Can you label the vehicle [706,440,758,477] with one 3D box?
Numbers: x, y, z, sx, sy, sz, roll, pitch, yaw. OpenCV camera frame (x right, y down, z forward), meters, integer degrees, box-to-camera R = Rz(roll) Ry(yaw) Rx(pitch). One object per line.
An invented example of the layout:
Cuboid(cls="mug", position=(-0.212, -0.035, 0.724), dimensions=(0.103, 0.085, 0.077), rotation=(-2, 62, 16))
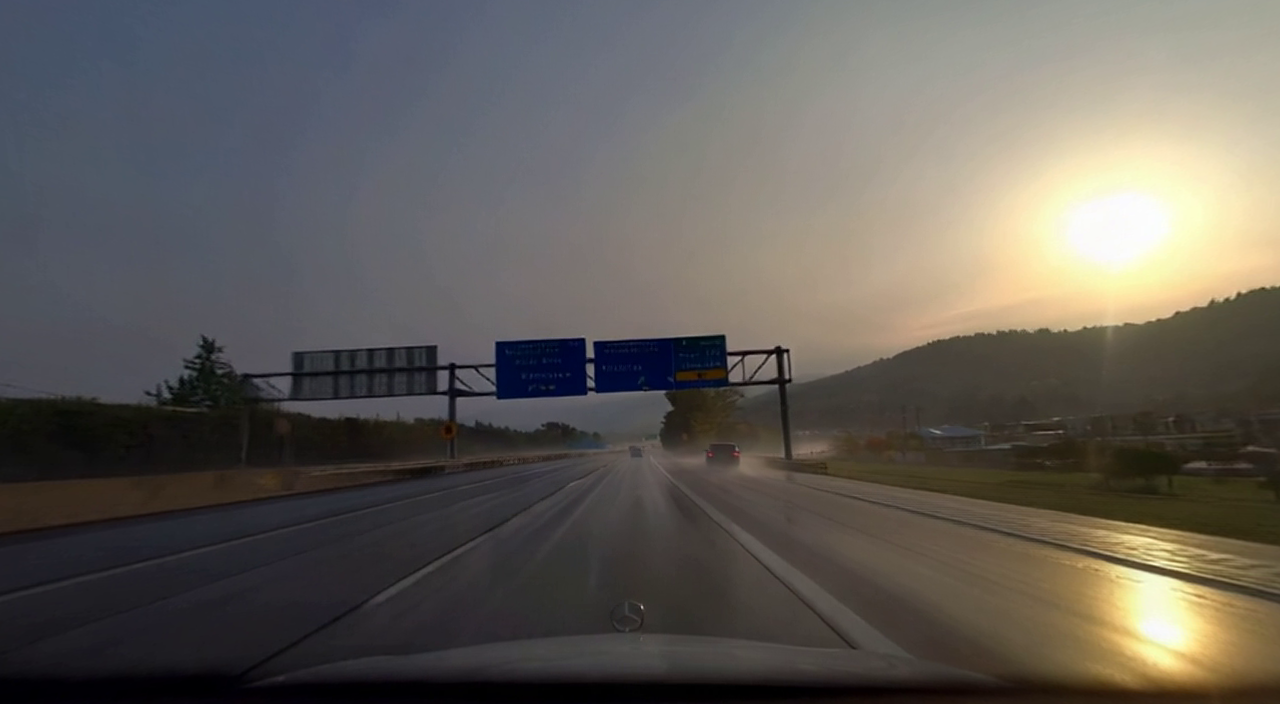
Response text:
Cuboid(cls="vehicle", position=(4.594, 5.366, 32.094), dimensions=(2.133, 1.746, 4.511), rotation=(0, -9, 2))
